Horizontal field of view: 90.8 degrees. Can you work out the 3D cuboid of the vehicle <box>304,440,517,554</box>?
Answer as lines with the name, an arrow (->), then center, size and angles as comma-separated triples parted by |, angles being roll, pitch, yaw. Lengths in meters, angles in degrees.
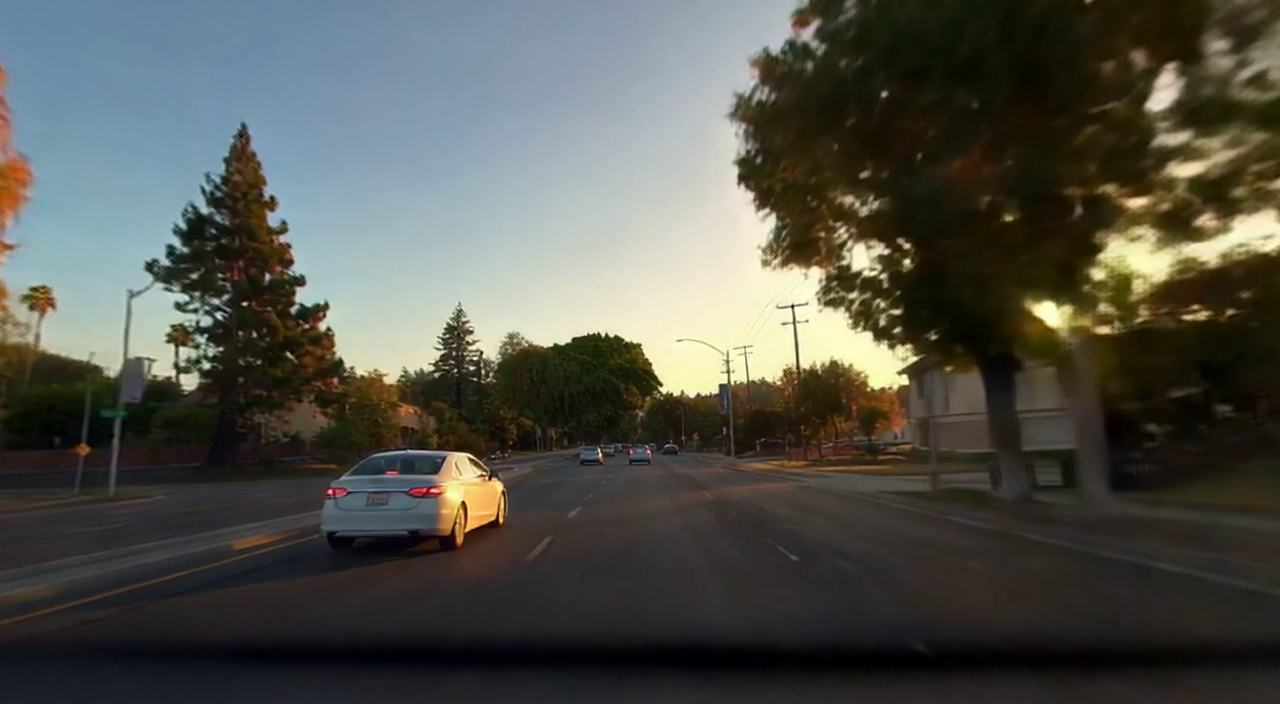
vehicle -> -3.404, 2.215, 10.478 | 1.844, 1.451, 4.543 | 0, -8, 0

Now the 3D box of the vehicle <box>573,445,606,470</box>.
vehicle -> -3.407, 7.176, 43.234 | 2.000, 1.569, 3.794 | 0, -8, -1

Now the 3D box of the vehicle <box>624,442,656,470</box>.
vehicle -> -0.048, 6.967, 42.575 | 2.043, 1.734, 4.253 | 0, -8, -2

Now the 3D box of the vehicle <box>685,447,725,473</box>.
vehicle -> 3.781, 6.378, 37.482 | 1.830, 1.451, 4.009 | 0, -8, -2
